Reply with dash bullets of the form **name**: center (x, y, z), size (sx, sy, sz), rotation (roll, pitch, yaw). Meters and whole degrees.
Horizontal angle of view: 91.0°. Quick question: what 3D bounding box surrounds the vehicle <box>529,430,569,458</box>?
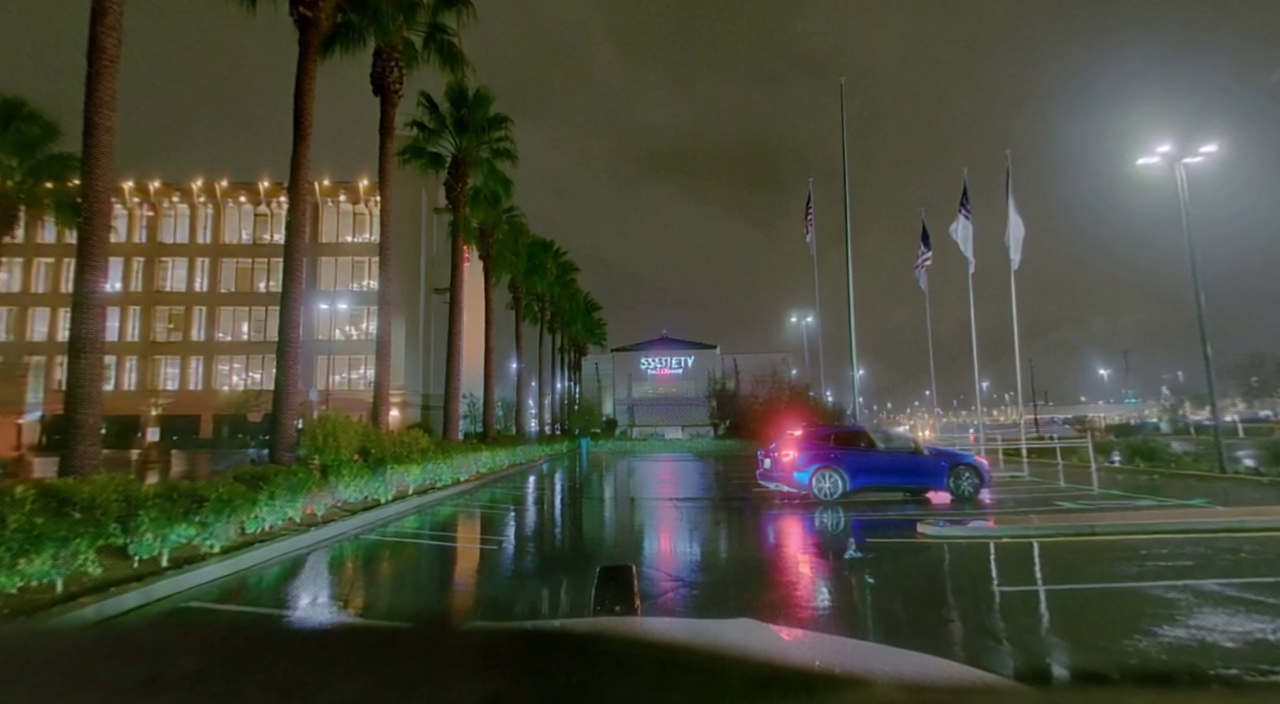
- **vehicle**: center (-6.641, 6.776, 46.314), size (1.943, 1.890, 4.472), rotation (-3, -8, 4)

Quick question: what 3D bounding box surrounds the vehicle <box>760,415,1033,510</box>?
- **vehicle**: center (4.883, 2.174, 12.565), size (4.567, 1.723, 1.926), rotation (0, -8, 0)
